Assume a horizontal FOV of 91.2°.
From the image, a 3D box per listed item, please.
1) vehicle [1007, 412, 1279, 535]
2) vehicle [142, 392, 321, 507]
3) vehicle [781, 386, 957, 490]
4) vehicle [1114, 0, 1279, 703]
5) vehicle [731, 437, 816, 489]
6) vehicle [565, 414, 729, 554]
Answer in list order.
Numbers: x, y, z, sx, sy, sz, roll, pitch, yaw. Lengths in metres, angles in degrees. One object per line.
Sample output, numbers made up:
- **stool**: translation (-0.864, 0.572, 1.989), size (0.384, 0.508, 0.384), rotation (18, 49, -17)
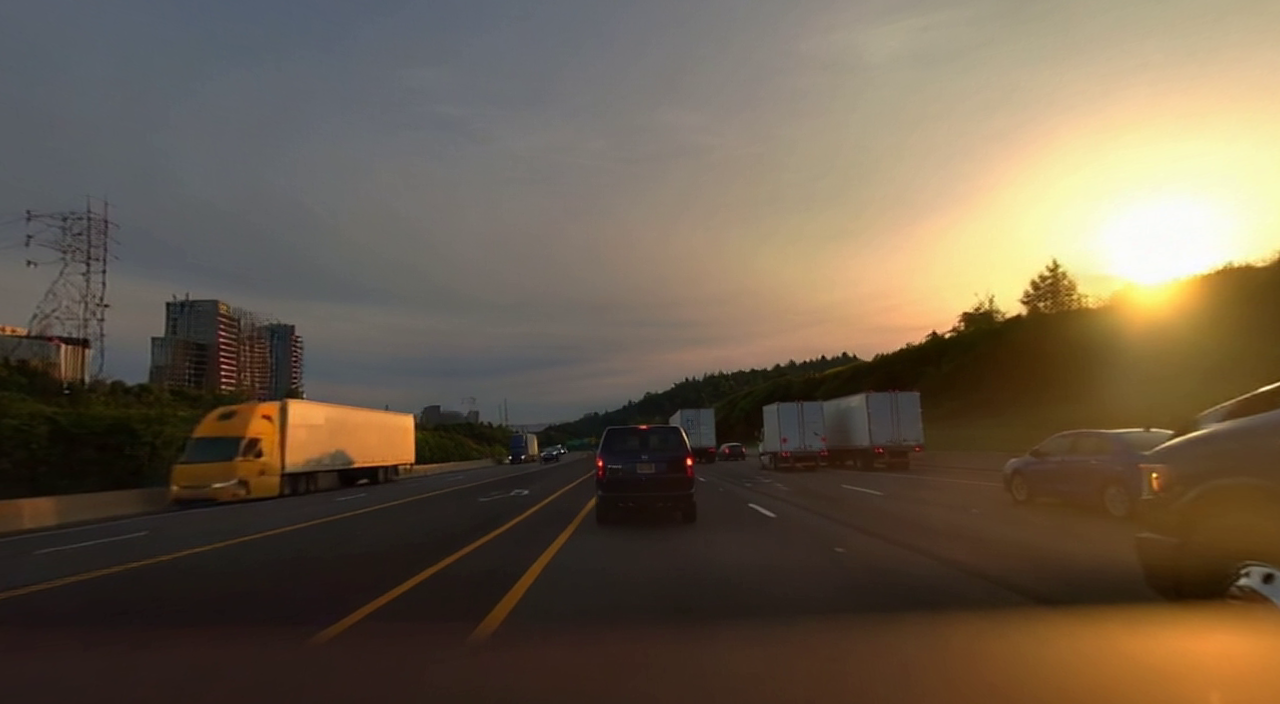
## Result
- **vehicle**: translation (8.604, 1.989, 10.789), size (1.913, 1.652, 4.384), rotation (-1, -9, 1)
- **vehicle**: translation (-15.967, 3.896, 25.208), size (2.984, 4.020, 5.983), rotation (0, -9, 0)
- **vehicle**: translation (8.257, 3.457, 24.679), size (2.799, 3.188, 10.578), rotation (0, -9, -1)
- **vehicle**: translation (4.219, -0.361, 0.368), size (2.987, 3.877, 5.881), rotation (0, -9, 0)
- **vehicle**: translation (4.207, 3.565, 20.358), size (1.859, 1.512, 3.711), rotation (0, -9, -1)
- **vehicle**: translation (0.102, 1.860, 9.331), size (1.965, 1.664, 3.428), rotation (-1, -9, 1)
